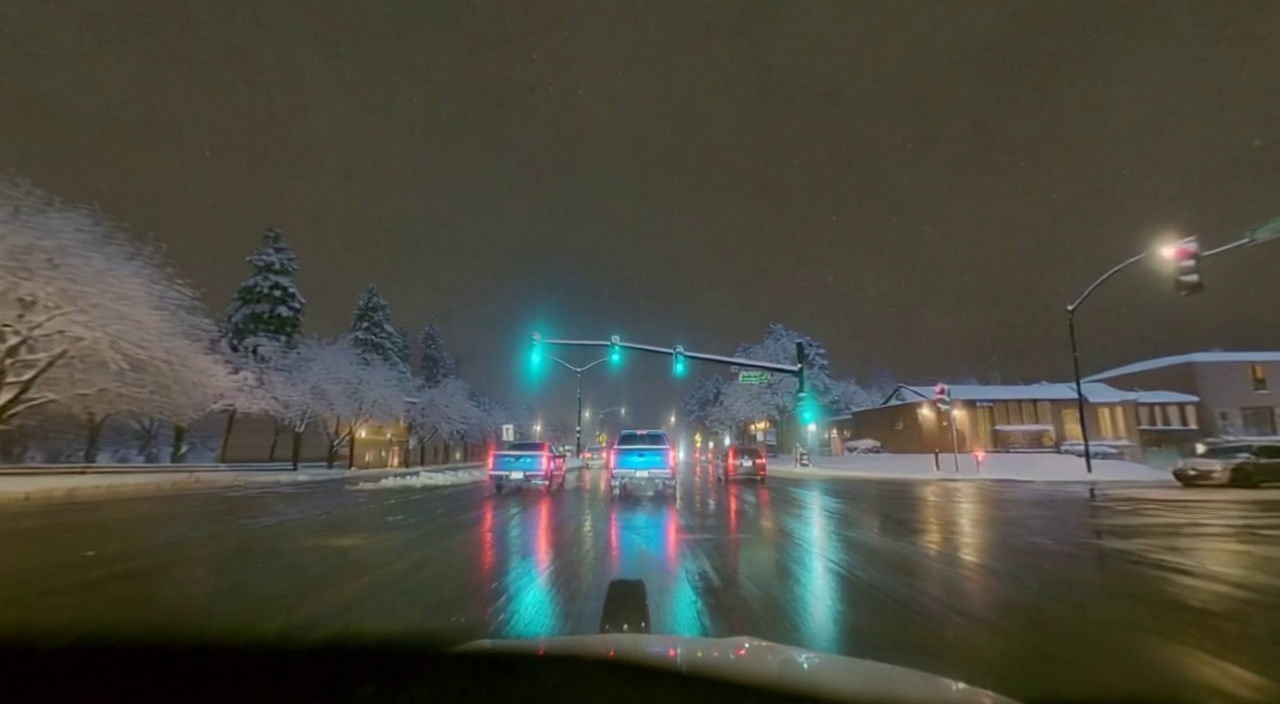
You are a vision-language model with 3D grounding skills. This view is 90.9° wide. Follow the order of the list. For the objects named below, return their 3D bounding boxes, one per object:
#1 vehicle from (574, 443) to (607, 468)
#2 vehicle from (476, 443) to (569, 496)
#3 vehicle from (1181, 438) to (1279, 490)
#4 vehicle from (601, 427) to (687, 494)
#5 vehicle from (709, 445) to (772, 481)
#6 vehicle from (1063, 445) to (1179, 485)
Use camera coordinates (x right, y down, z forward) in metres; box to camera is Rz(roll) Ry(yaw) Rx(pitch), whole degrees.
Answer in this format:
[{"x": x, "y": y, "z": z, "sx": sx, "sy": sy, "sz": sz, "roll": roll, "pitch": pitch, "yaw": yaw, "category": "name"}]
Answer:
[{"x": -3.549, "y": 7.488, "z": 45.897, "sx": 2.018, "sy": 1.700, "sz": 4.142, "roll": 0, "pitch": -8, "yaw": 0, "category": "vehicle"}, {"x": -3.548, "y": 3.632, "z": 19.938, "sx": 1.986, "sy": 1.465, "sz": 4.509, "roll": 0, "pitch": -8, "yaw": 1, "category": "vehicle"}, {"x": 23.092, "y": 4.152, "z": 23.806, "sx": 4.786, "sy": 1.777, "sz": 2.248, "roll": 4, "pitch": -9, "yaw": -27, "category": "vehicle"}, {"x": 0.133, "y": 3.522, "z": 20.827, "sx": 2.493, "sy": 1.934, "sz": 4.957, "roll": 0, "pitch": -8, "yaw": 0, "category": "vehicle"}, {"x": 4.398, "y": 4.894, "z": 28.162, "sx": 1.968, "sy": 1.472, "sz": 4.456, "roll": 0, "pitch": -8, "yaw": -1, "category": "vehicle"}, {"x": 19.920, "y": 4.624, "z": 26.061, "sx": 4.417, "sy": 1.492, "sz": 1.943, "roll": 4, "pitch": -9, "yaw": -26, "category": "vehicle"}]
